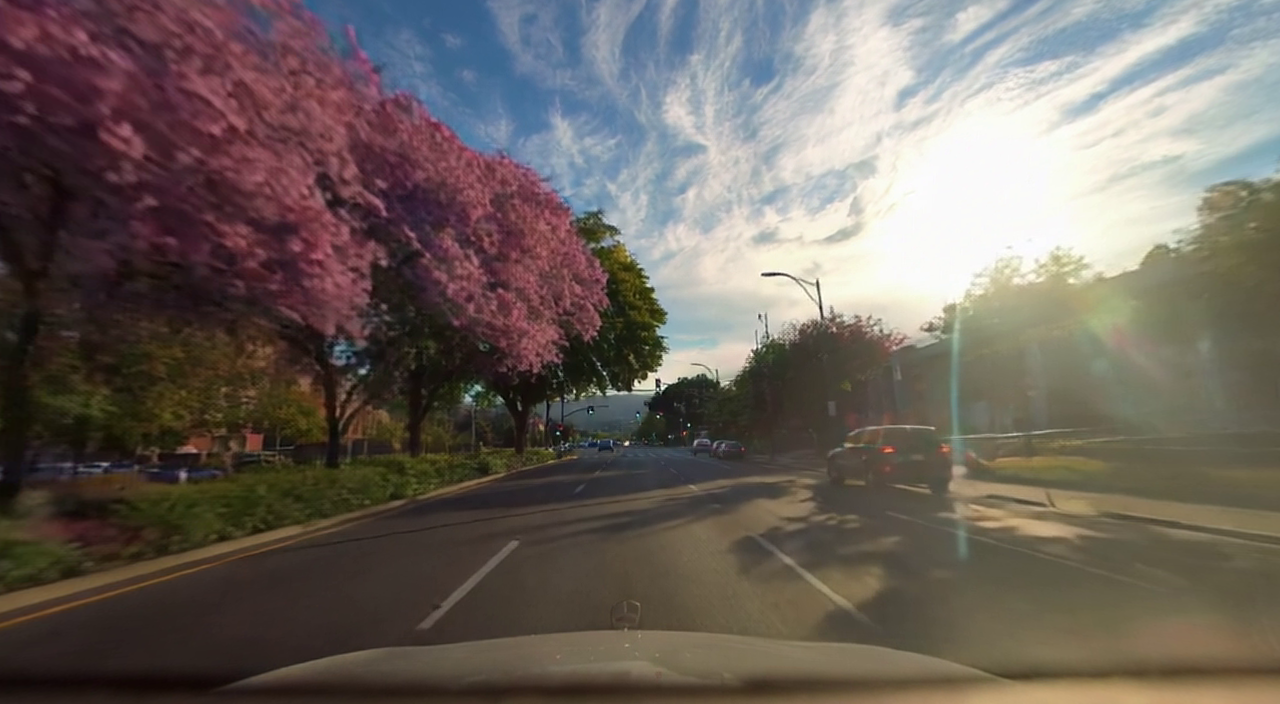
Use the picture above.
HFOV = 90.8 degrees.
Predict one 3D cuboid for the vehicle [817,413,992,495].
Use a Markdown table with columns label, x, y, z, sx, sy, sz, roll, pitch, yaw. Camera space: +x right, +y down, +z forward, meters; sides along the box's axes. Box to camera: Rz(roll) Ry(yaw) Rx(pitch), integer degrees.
| label | x | y | z | sx | sy | sz | roll | pitch | yaw |
| --- | --- | --- | --- | --- | --- | --- | --- | --- | --- |
| vehicle | 6.921 | 2.766 | 17.411 | 2.450 | 1.892 | 5.107 | 0 | -8 | -2 |

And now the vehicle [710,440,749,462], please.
| label | x | y | z | sx | sy | sz | roll | pitch | yaw |
| --- | --- | --- | --- | --- | --- | --- | --- | --- | --- |
| vehicle | 6.466 | 7.221 | 46.225 | 1.891 | 1.456 | 4.909 | 0 | -8 | -3 |

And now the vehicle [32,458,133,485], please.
| label | x | y | z | sx | sy | sz | roll | pitch | yaw |
| --- | --- | --- | --- | --- | --- | --- | --- | --- | --- |
| vehicle | -34.225 | 7.333 | 38.866 | 4.207 | 1.473 | 1.821 | 1 | -9 | -11 |

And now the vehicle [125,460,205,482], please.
| label | x | y | z | sx | sy | sz | roll | pitch | yaw |
| --- | --- | --- | --- | --- | --- | --- | --- | --- | --- |
| vehicle | -33.991 | 8.521 | 45.341 | 4.077 | 1.429 | 1.997 | 2 | -9 | -17 |
